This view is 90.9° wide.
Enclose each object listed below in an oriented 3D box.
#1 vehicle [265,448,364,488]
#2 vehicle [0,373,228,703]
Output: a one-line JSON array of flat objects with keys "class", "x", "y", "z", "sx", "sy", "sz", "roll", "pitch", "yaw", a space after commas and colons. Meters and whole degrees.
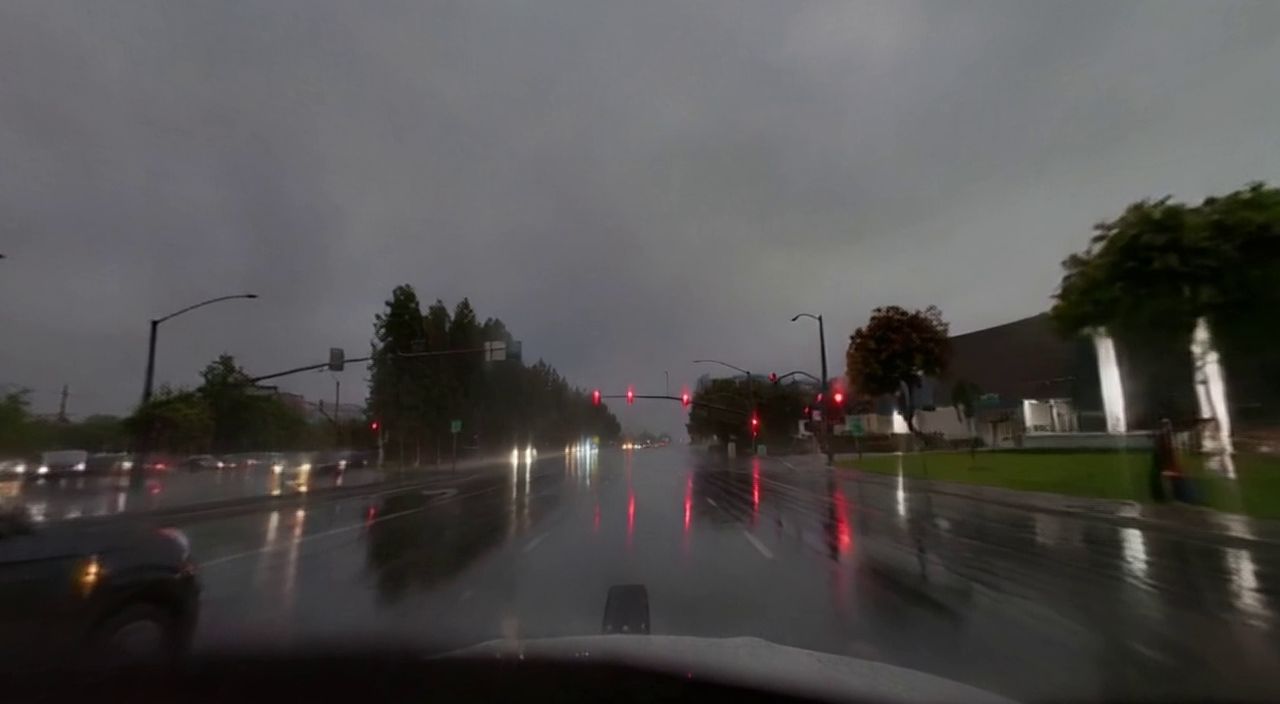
[{"class": "vehicle", "x": -14.621, "y": 5.189, "z": 28.618, "sx": 2.059, "sy": 1.648, "sz": 4.420, "roll": 0, "pitch": -8, "yaw": 1}, {"class": "vehicle", "x": -3.269, "y": 0.661, "z": 0.806, "sx": 2.162, "sy": 1.549, "sz": 4.795, "roll": 0, "pitch": -8, "yaw": 1}]
